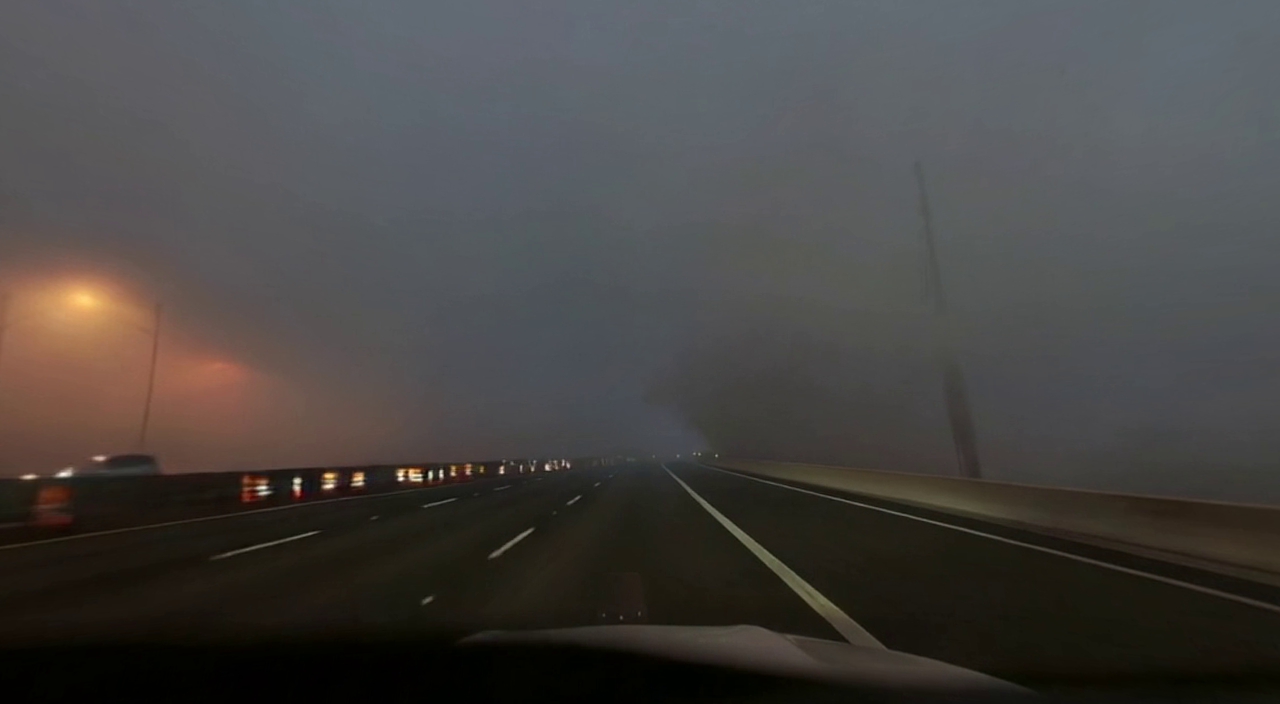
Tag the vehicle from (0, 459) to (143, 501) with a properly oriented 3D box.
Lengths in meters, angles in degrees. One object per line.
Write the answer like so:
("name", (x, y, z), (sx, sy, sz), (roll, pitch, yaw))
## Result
("vehicle", (-27.817, 6.214, 31.045), (2.061, 1.747, 5.452), (0, -9, 1))
